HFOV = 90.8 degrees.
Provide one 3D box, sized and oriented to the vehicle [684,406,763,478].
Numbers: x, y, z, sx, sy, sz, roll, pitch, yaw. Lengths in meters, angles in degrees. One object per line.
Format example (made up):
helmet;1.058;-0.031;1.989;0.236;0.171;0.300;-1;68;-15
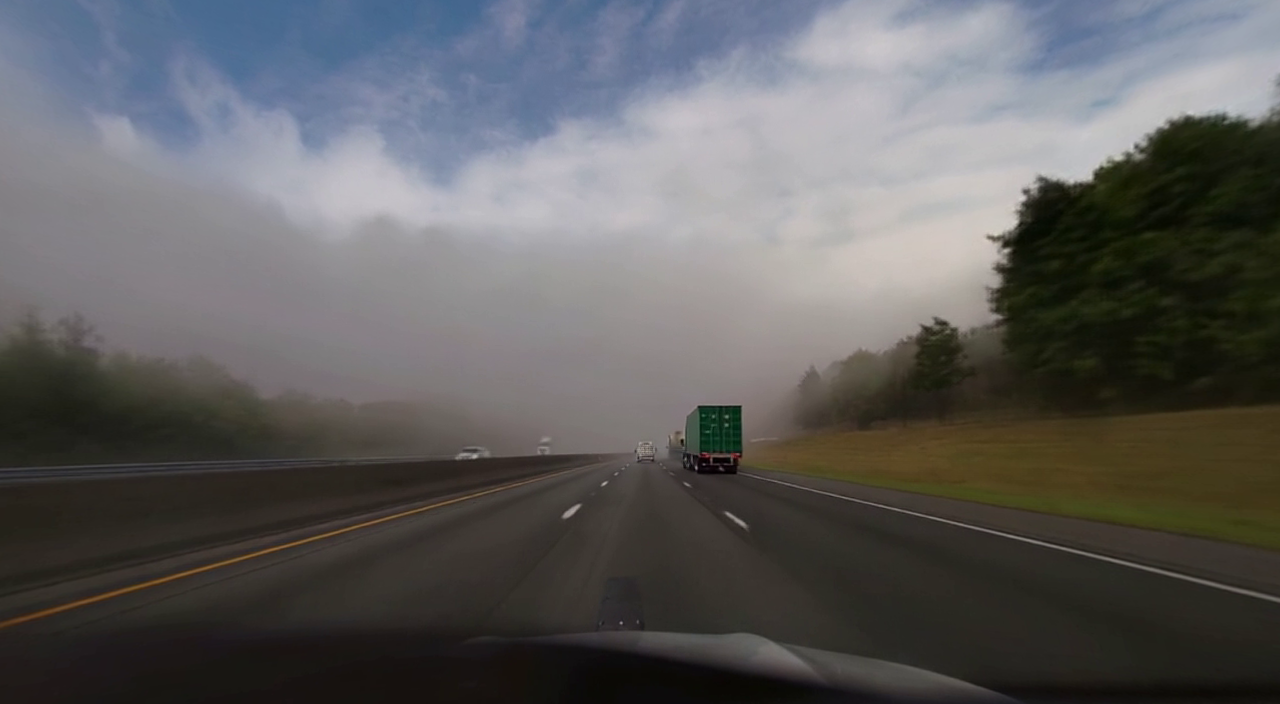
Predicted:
vehicle;4.319;4.980;34.678;2.960;3.381;8.914;0;-9;-1
